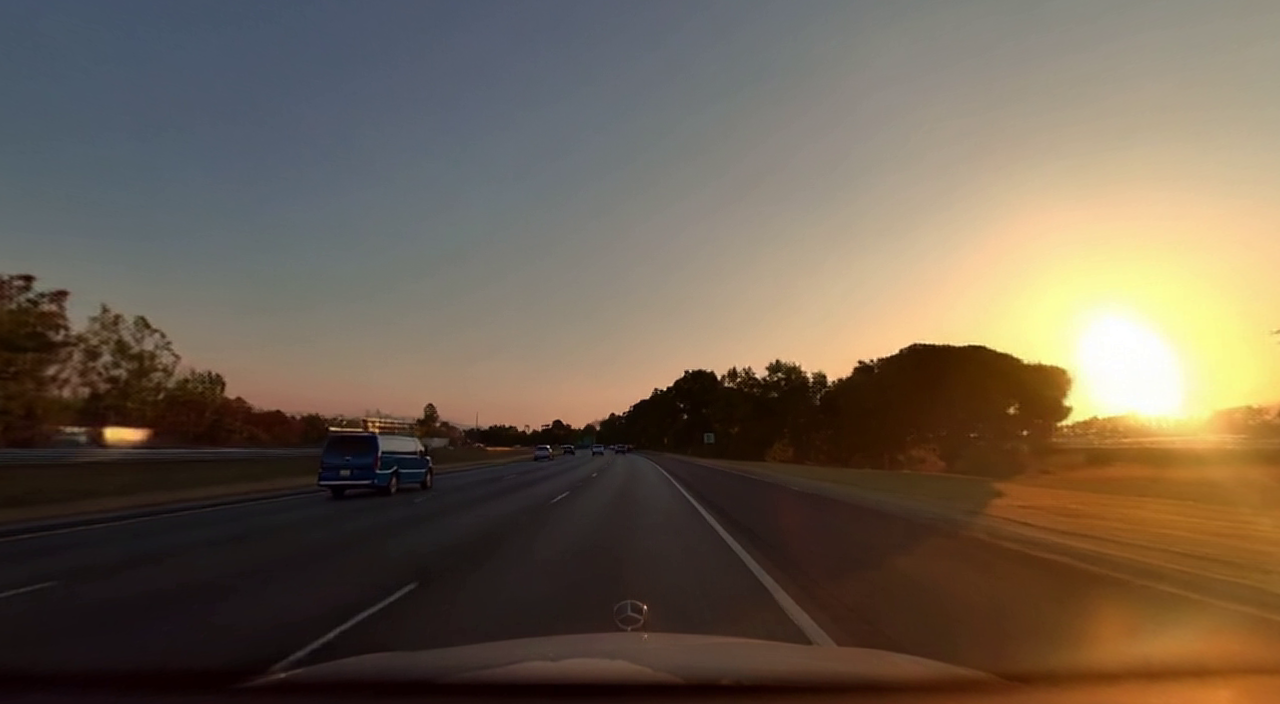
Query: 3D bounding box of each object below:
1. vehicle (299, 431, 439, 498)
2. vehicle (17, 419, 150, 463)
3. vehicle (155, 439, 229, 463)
[{"bbox_3d":[-7.930,3.340,19.090,2.093,1.752,4.771,0,-9,0],"label":"vehicle"},{"bbox_3d":[-40.105,6.483,45.857,3.165,2.906,7.048,0,-9,0],"label":"vehicle"},{"bbox_3d":[-32.480,7.188,45.860,1.950,1.625,4.666,0,-9,0],"label":"vehicle"}]
